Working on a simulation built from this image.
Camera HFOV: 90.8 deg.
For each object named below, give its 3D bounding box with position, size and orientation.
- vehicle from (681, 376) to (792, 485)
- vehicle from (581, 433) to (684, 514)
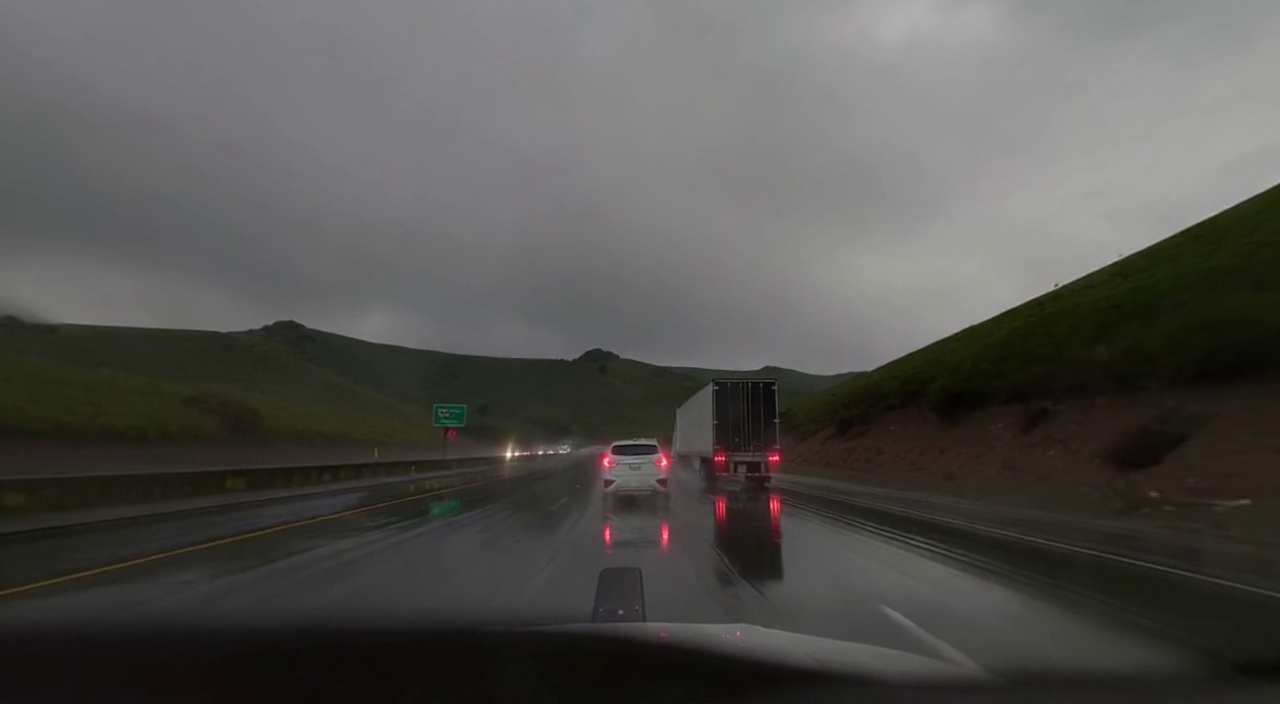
[{"bbox_3d":[4.007,3.979,30.386,2.812,4.024,14.098,0,-9,-1],"label":"vehicle"},{"bbox_3d":[-0.170,2.810,14.941,2.109,1.639,3.768,0,-9,-1],"label":"vehicle"}]
